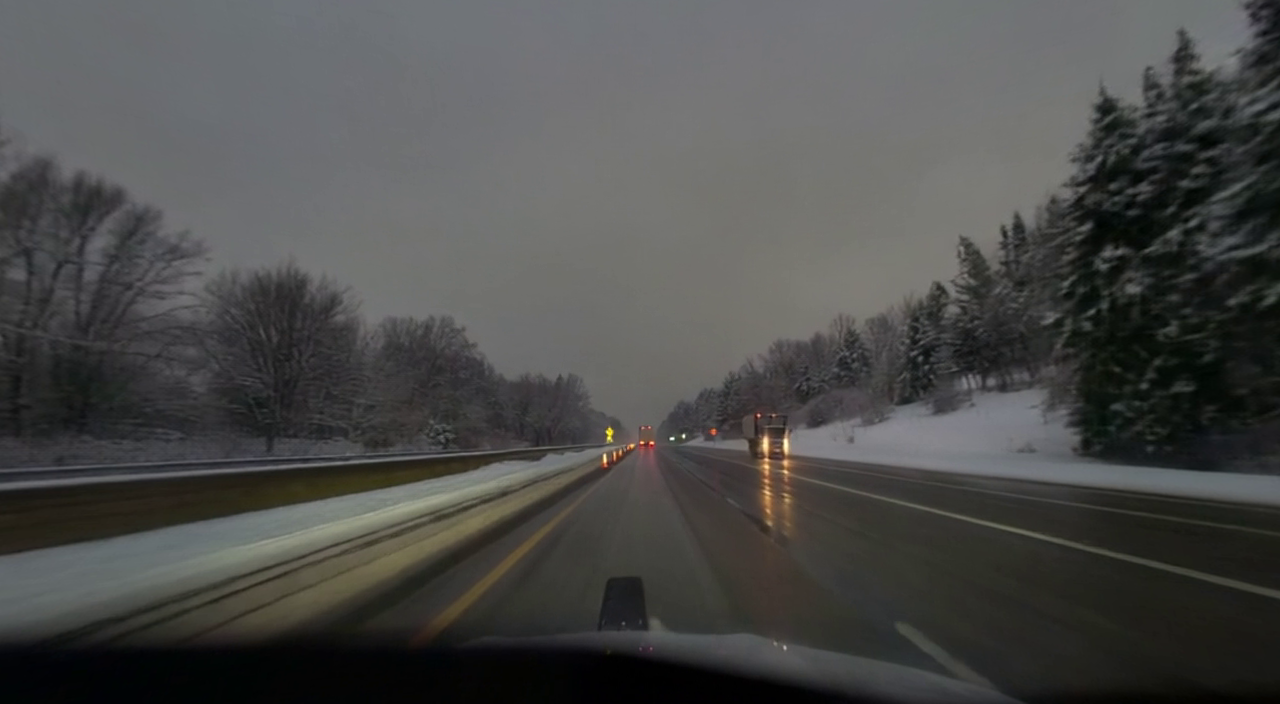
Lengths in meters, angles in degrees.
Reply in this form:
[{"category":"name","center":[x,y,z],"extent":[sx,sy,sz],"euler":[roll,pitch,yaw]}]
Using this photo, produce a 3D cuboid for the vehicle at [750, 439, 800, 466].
[{"category":"vehicle","center":[8.565,6.394,40.310],"extent":[2.611,1.607,3.179],"euler":[0,-9,2]}]
